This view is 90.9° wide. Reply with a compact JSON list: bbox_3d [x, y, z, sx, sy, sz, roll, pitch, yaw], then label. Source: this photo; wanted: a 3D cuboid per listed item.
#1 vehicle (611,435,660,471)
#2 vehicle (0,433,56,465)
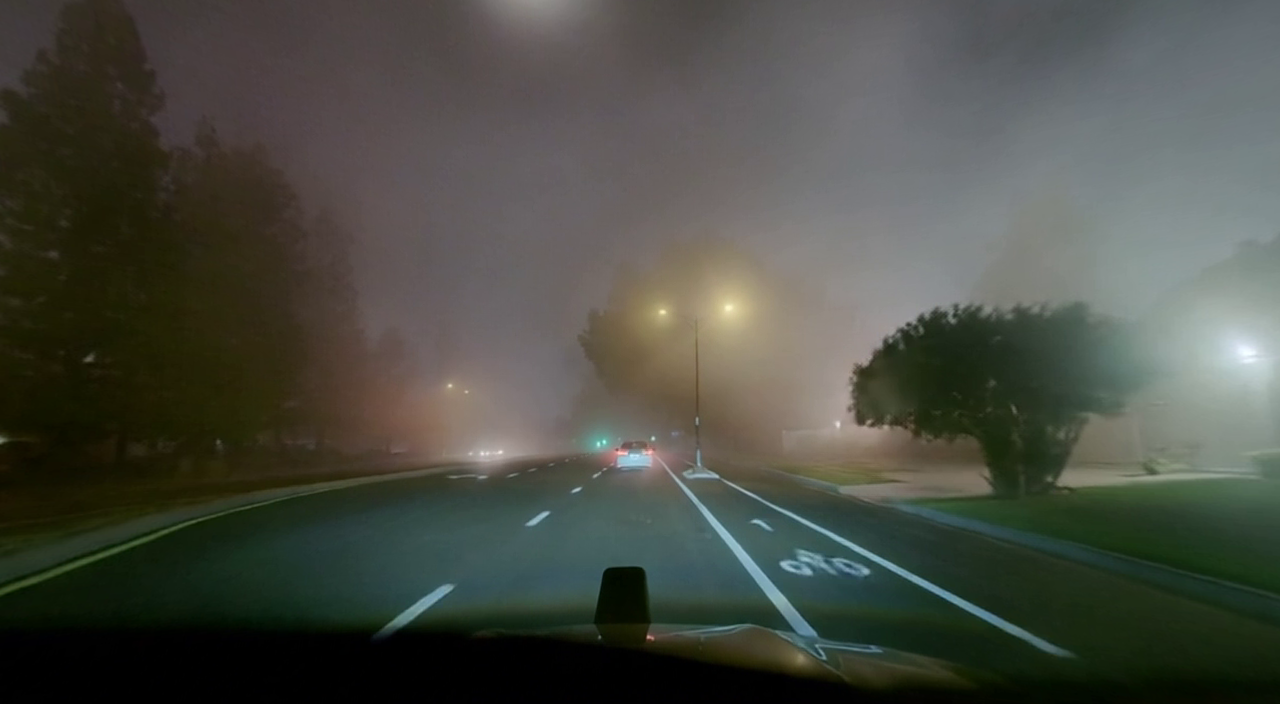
[{"bbox_3d":[-0.175,4.499,28.180,2.009,1.456,4.003,0,-8,1],"label":"vehicle"},{"bbox_3d":[-35.292,5.414,35.247,3.451,1.541,1.784,3,-8,6],"label":"vehicle"}]
